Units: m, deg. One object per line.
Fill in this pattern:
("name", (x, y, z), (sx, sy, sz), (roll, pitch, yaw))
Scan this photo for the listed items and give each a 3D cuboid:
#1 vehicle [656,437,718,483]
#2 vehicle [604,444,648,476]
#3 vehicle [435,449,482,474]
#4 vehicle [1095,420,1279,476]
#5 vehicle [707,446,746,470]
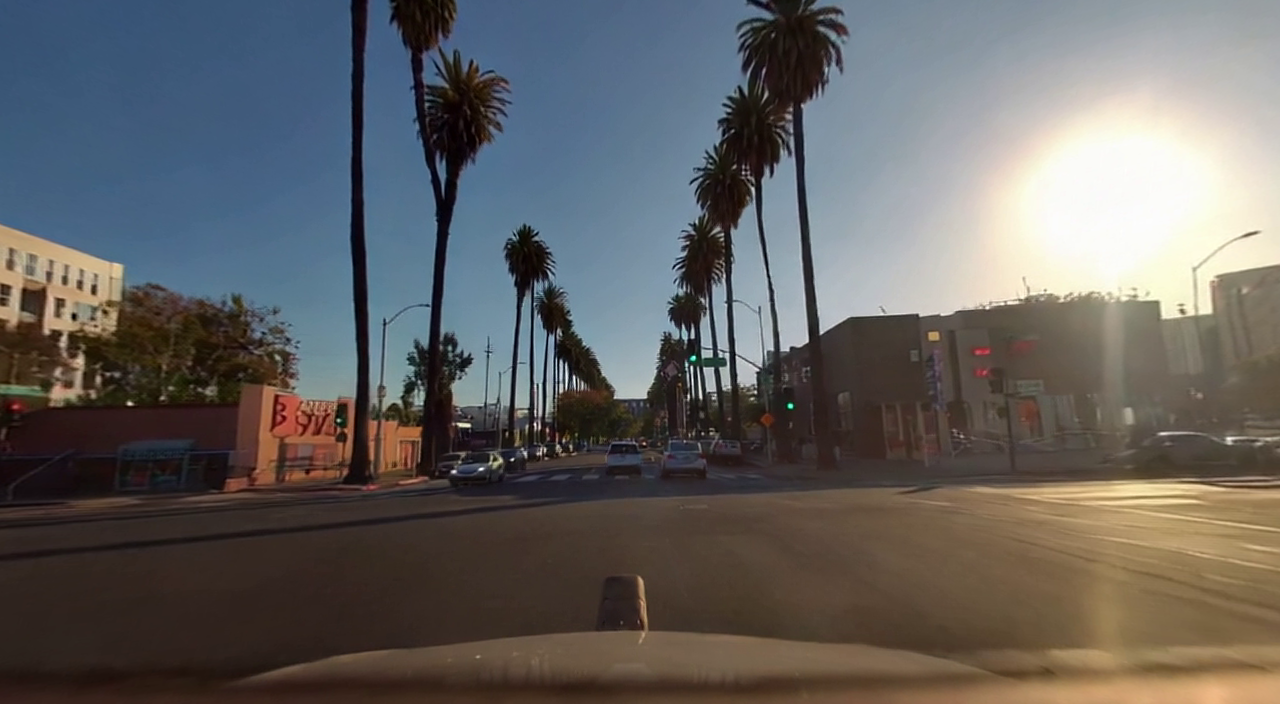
("vehicle", (1.824, 4.395, 25.970), (2.003, 1.702, 4.288), (0, -9, -3))
("vehicle", (-0.747, 5.459, 32.190), (2.088, 1.452, 3.993), (0, -9, -2))
("vehicle", (-13.547, 8.195, 47.418), (2.084, 1.747, 4.481), (-1, -9, 1))
("vehicle", (17.698, 3.112, 20.508), (4.277, 1.665, 2.006), (0, -9, -1))
("vehicle", (5.699, 6.995, 41.946), (1.860, 1.479, 4.676), (0, -9, -1))
